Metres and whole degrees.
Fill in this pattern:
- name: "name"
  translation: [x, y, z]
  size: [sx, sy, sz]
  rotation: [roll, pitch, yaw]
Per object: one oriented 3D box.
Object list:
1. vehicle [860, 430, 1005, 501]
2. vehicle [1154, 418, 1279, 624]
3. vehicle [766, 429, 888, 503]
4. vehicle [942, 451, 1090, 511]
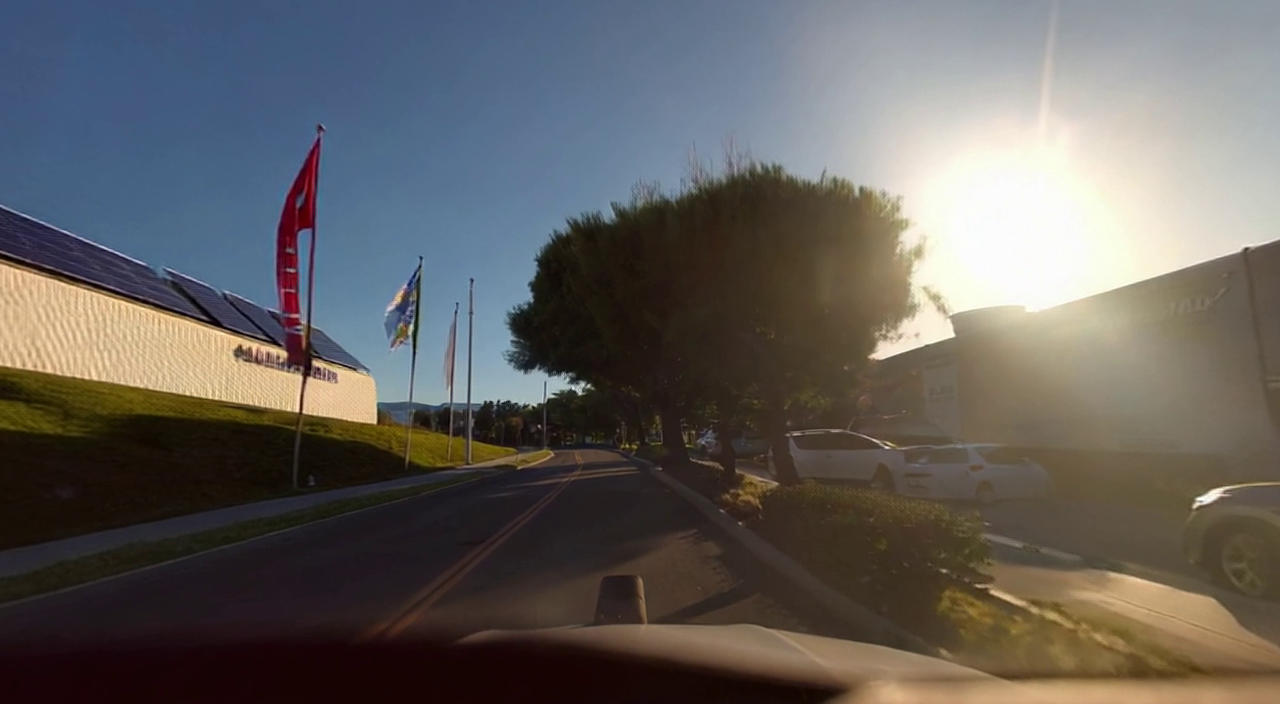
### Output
- name: "vehicle"
  translation: [8.029, 3.161, 17.846]
  size: [1.924, 1.713, 4.627]
  rotation: [-1, -9, 1]
- name: "vehicle"
  translation: [7.555, 1.470, 5.170]
  size: [2.113, 1.945, 4.546]
  rotation: [3, -9, -19]
- name: "vehicle"
  translation: [5.235, 3.243, 18.303]
  size: [1.977, 1.860, 4.237]
  rotation: [0, -9, -4]
- name: "vehicle"
  translation: [10.541, 3.601, 18.014]
  size: [1.819, 1.494, 3.834]
  rotation: [0, -9, 0]
